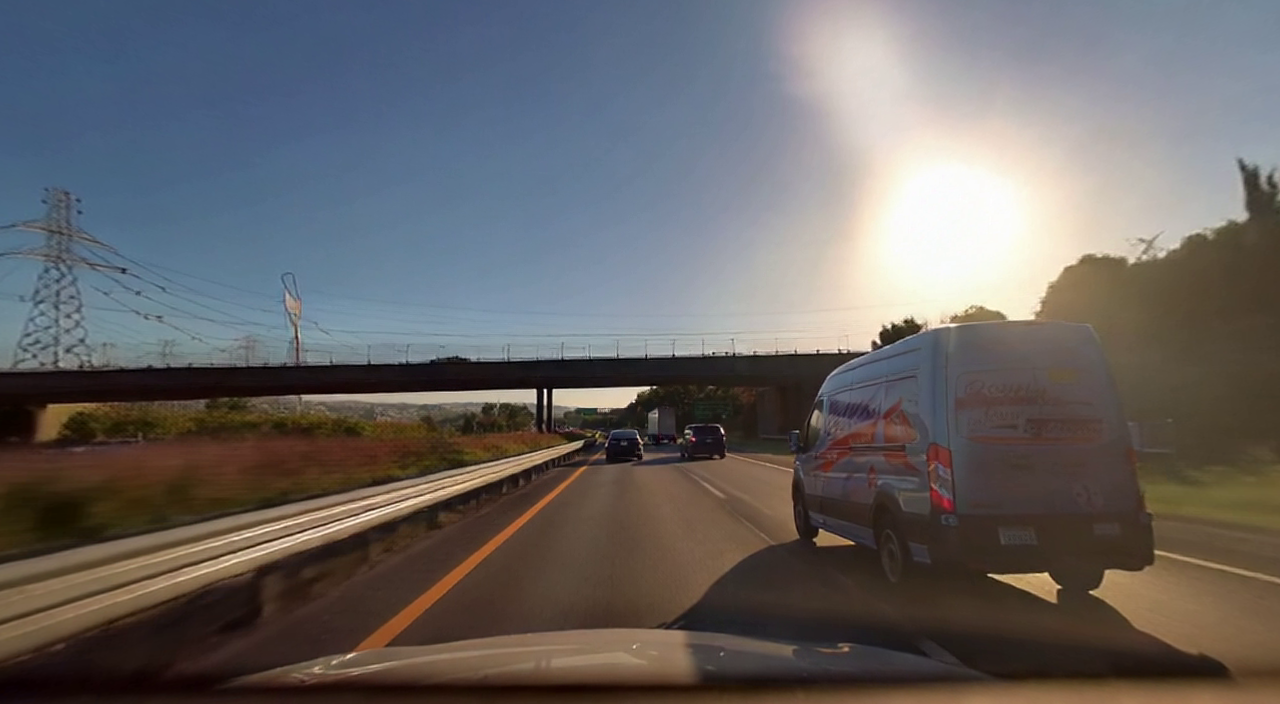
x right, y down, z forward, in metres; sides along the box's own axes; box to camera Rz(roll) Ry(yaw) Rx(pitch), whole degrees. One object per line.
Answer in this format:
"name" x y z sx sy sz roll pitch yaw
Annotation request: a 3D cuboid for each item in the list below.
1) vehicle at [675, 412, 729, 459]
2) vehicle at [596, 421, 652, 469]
"vehicle" 3.463 4.805 36.319 2.387 2.506 5.374 0 -8 -2
"vehicle" -0.651 3.715 25.410 2.073 1.750 4.116 0 -8 -2
